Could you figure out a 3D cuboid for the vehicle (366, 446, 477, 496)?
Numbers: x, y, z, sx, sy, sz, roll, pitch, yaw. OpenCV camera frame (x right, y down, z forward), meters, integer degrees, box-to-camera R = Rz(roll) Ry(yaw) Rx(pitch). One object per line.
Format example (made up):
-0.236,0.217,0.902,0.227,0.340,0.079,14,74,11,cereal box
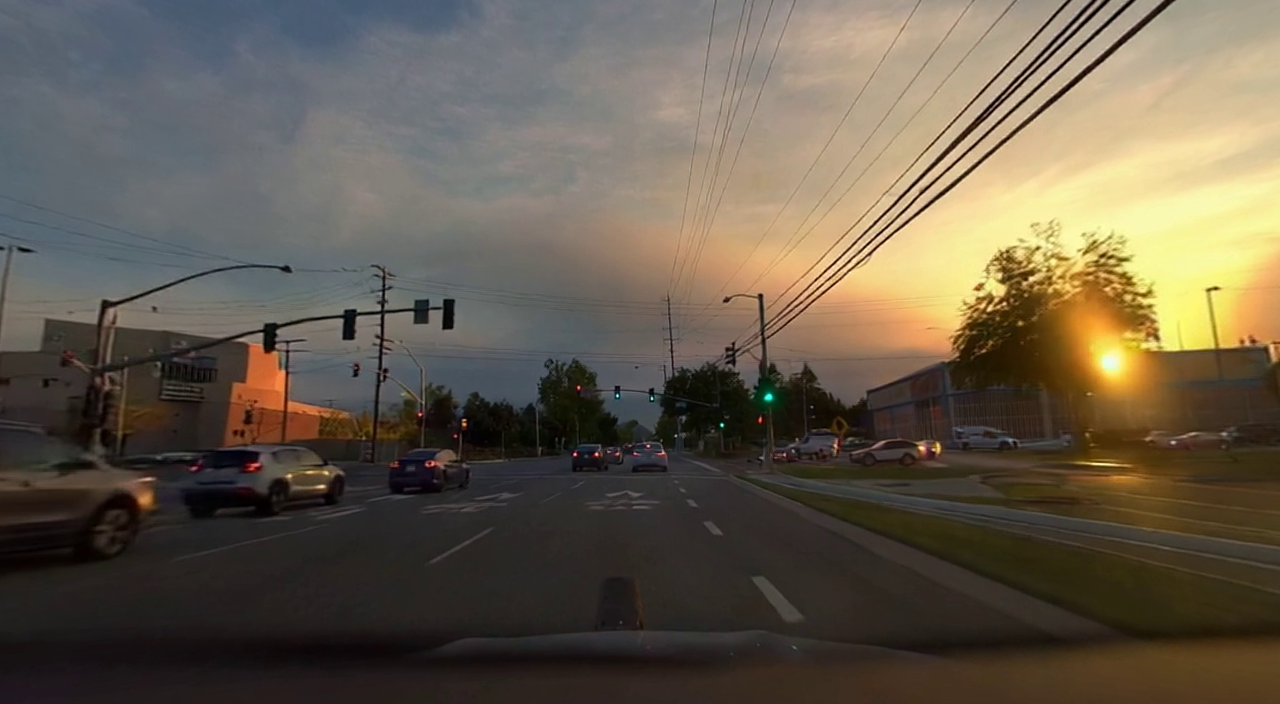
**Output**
-7.101,3.892,21.146,1.904,1.449,4.580,0,-8,3,vehicle

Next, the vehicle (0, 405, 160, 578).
-7.482,1.425,6.461,1.860,1.754,4.089,0,-8,0,vehicle

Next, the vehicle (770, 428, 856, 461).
12.763,6.892,46.986,5.748,2.332,2.361,-1,-8,3,vehicle

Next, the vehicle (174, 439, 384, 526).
-7.556,2.725,13.858,1.912,1.573,4.299,0,-8,2,vehicle

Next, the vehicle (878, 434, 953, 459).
20.167,6.907,46.336,4.544,1.764,1.985,-1,-8,4,vehicle

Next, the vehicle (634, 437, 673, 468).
0.887,6.409,40.311,2.276,1.850,3.897,-1,-8,4,vehicle

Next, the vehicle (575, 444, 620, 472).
-2.351,6.050,36.233,2.064,1.464,4.373,0,-8,3,vehicle

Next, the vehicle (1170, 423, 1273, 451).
41.310,6.075,44.963,4.988,1.916,2.172,-1,-8,3,vehicle
